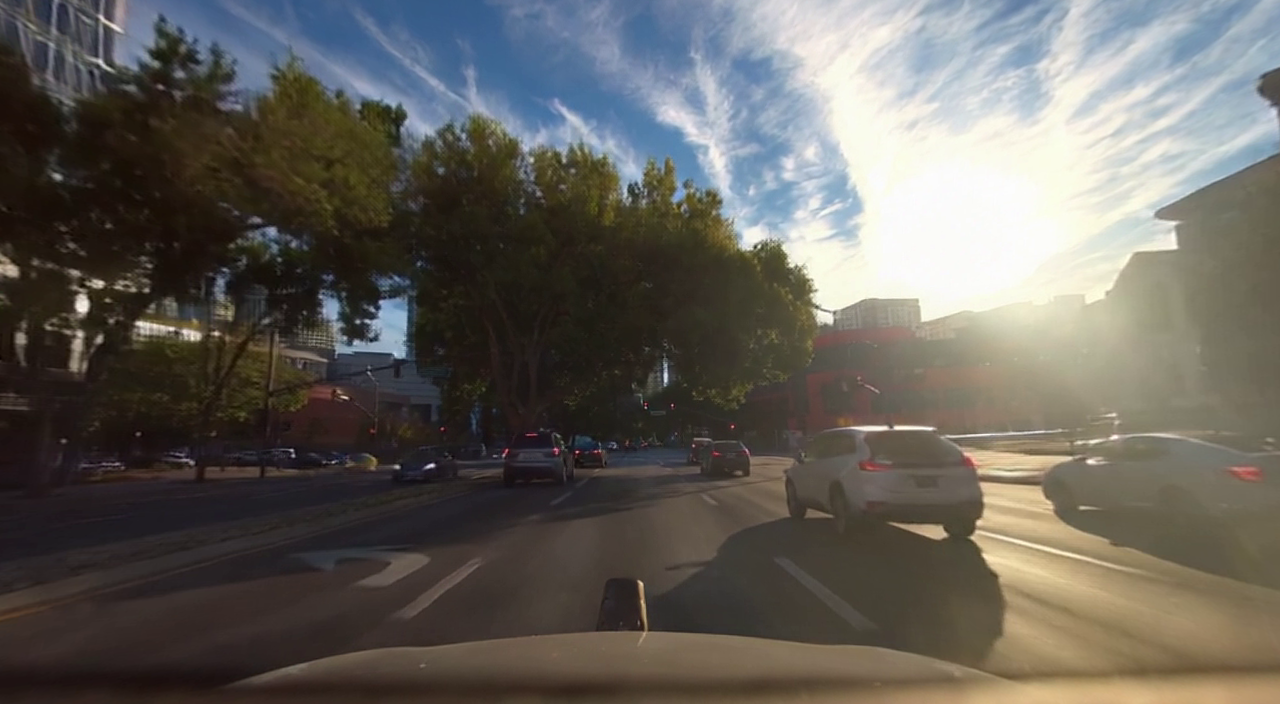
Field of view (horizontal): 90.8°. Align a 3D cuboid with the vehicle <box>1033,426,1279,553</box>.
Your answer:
[{"bbox_3d":[8.668,1.989,9.939,1.944,1.503,4.723,-1,-8,0],"label":"vehicle"}]

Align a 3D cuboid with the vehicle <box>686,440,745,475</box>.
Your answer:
[{"bbox_3d":[3.394,4.873,29.434,2.054,1.473,4.511,0,-8,-2],"label":"vehicle"}]

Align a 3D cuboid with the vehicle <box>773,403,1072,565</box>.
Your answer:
[{"bbox_3d":[3.614,1.795,9.359,2.152,1.742,4.704,0,-8,-1],"label":"vehicle"}]

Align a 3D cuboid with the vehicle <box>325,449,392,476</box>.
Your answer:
[{"bbox_3d":[-17.566,6.906,39.631,2.067,1.512,4.533,-1,-8,1],"label":"vehicle"}]

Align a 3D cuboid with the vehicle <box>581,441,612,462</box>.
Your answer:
[{"bbox_3d":[-3.173,7.413,47.272,2.032,1.442,4.336,0,-8,0],"label":"vehicle"}]

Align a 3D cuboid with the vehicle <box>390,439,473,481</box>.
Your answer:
[{"bbox_3d":[-8.925,4.646,27.501,2.036,1.655,4.529,-1,-8,0],"label":"vehicle"}]

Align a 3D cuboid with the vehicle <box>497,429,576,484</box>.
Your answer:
[{"bbox_3d":[-3.644,3.777,23.050,2.155,1.797,3.989,-1,-8,1],"label":"vehicle"}]
